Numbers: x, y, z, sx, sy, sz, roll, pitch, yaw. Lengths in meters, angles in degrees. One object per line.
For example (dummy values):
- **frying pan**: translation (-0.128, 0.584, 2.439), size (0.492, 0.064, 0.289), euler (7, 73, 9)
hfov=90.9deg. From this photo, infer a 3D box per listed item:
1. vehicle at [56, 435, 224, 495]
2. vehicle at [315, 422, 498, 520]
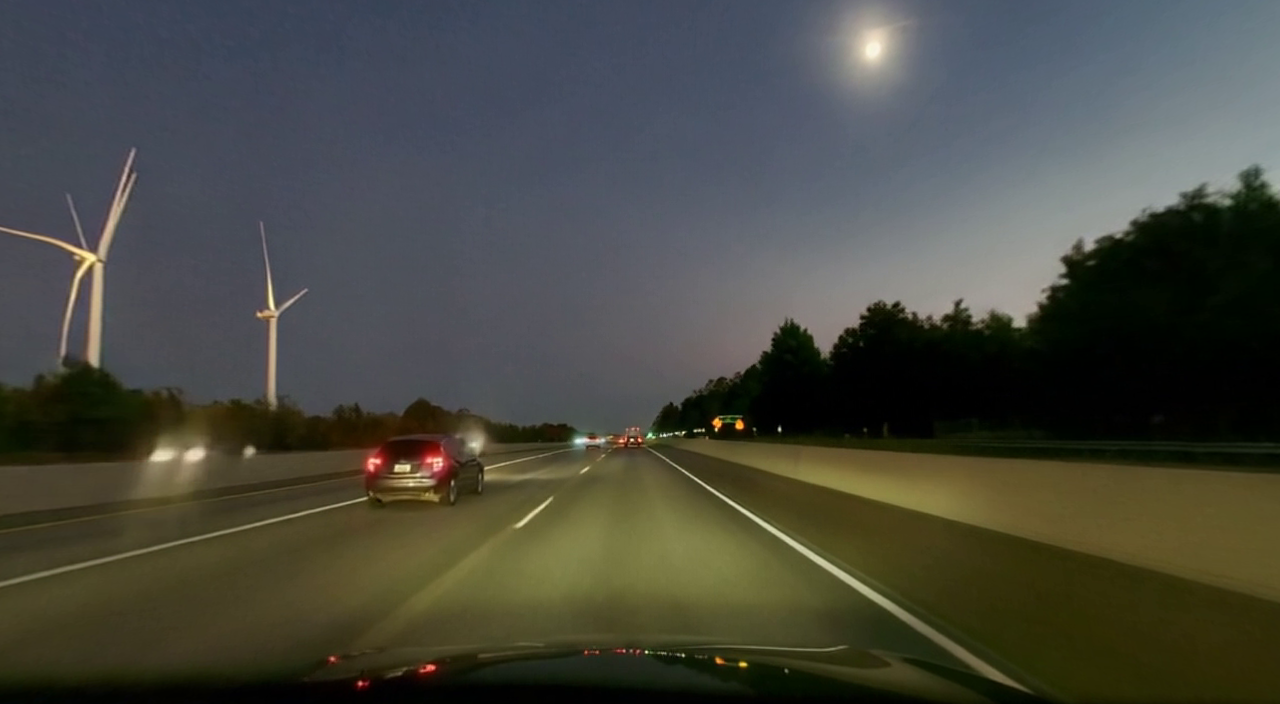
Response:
- **vehicle**: translation (-16.052, 3.610, 20.598), size (2.025, 1.739, 4.216), euler (0, -8, -1)
- **vehicle**: translation (-4.110, 2.129, 11.877), size (1.950, 1.511, 3.965), euler (0, -8, -1)
